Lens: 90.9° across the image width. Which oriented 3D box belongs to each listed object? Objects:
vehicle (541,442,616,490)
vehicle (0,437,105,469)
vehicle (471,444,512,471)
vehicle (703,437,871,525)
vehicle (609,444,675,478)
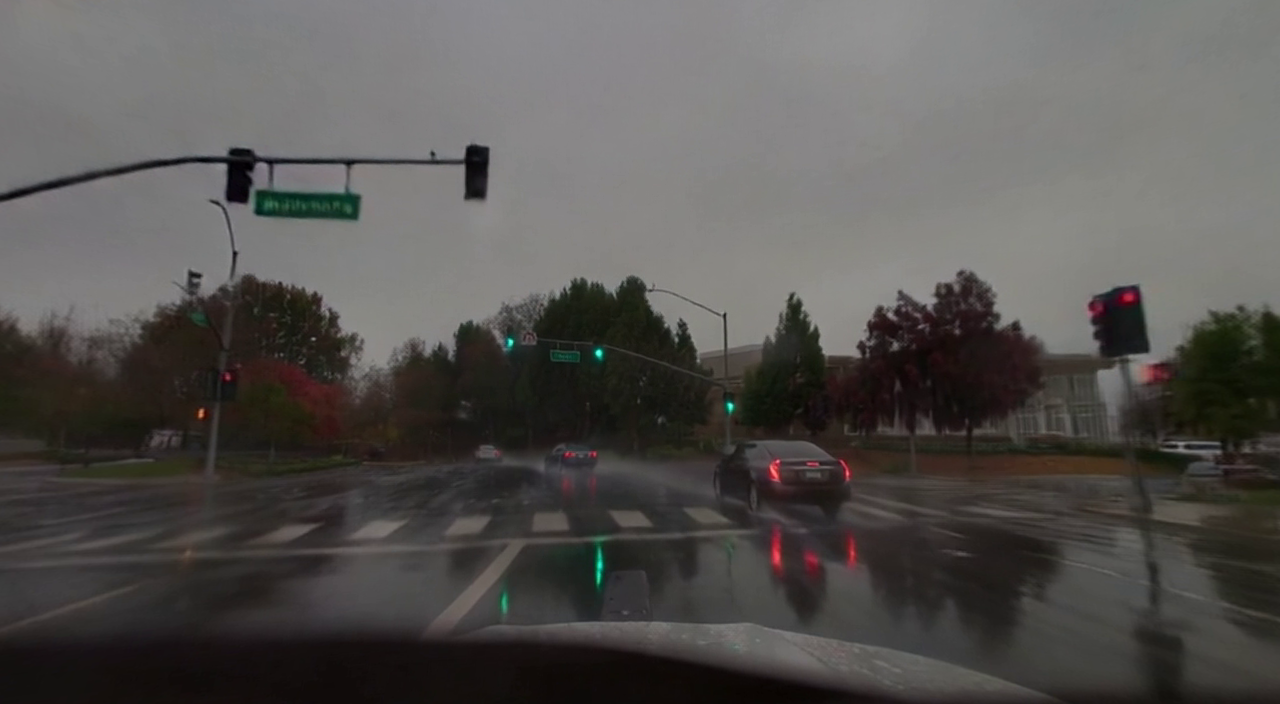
[{"bbox_3d":[-2.345,4.057,22.866,2.308,1.535,4.811,2,-9,-10],"label":"vehicle"},{"bbox_3d":[-31.624,5.411,33.882,3.796,1.595,1.808,3,-9,-18],"label":"vehicle"},{"bbox_3d":[-9.116,6.404,38.469,2.012,1.492,4.079,4,-8,-18],"label":"vehicle"},{"bbox_3d":[2.773,2.552,13.114,1.984,1.476,4.488,1,-9,-6],"label":"vehicle"},{"bbox_3d":[0.008,5.170,30.258,1.957,1.463,4.701,2,-9,-15],"label":"vehicle"}]
